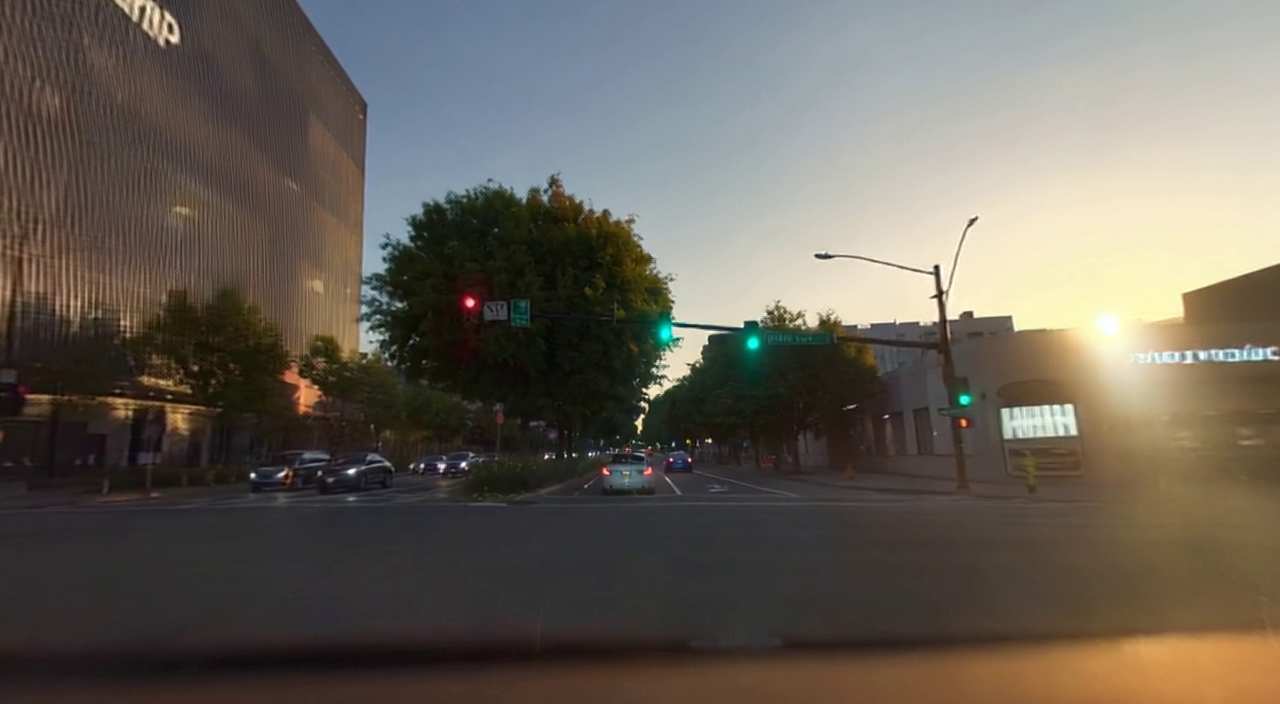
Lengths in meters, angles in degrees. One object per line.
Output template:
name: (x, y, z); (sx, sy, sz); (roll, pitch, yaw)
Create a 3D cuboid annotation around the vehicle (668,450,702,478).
vehicle: (3.239, 8.101, 46.009); (2.078, 1.799, 4.089); (1, -8, 0)

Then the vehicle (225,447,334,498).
vehicle: (-15.788, 5.262, 28.058); (2.119, 1.815, 4.795); (-3, -7, -1)

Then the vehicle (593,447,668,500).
vehicle: (-0.306, 3.797, 20.166); (2.144, 1.398, 3.963); (2, -8, -1)

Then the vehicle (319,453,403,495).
vehicle: (-12.483, 5.437, 28.608); (2.000, 1.507, 4.286); (-3, -7, -2)
